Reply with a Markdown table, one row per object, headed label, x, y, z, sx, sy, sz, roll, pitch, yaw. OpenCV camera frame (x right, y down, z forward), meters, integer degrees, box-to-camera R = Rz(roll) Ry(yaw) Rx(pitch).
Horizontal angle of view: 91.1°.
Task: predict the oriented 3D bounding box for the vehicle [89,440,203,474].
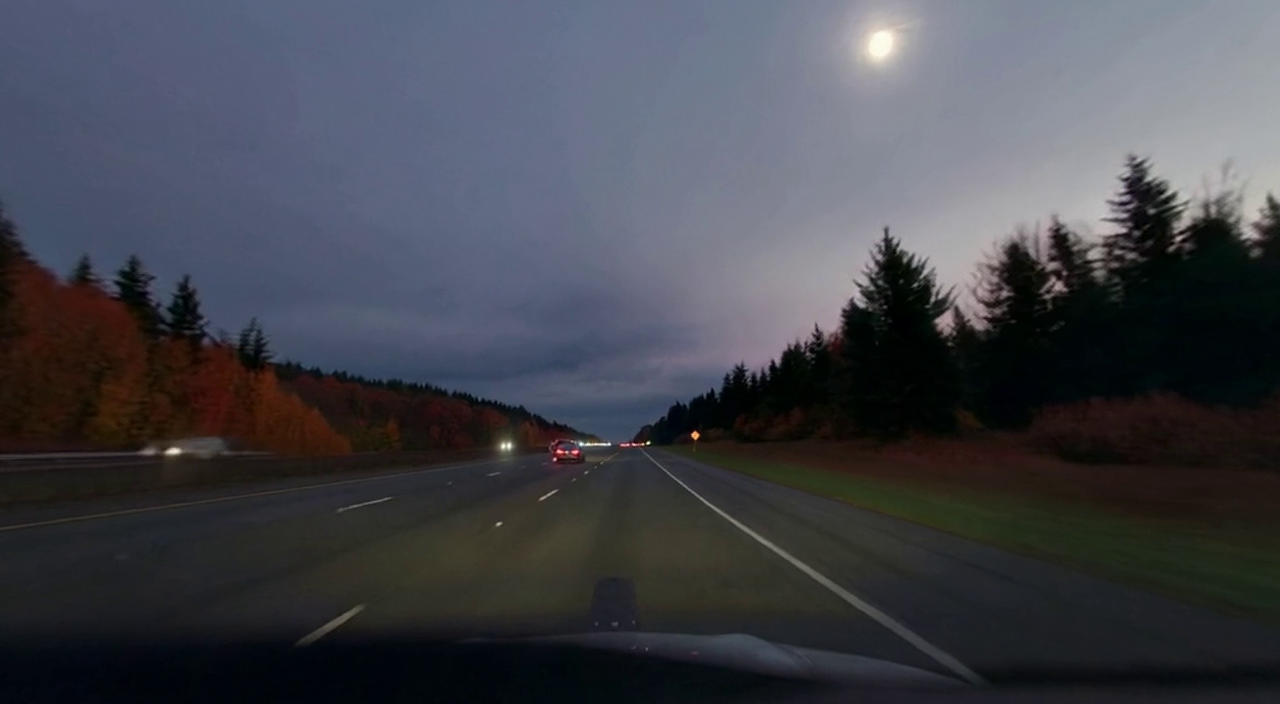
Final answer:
| label | x | y | z | sx | sy | sz | roll | pitch | yaw |
| --- | --- | --- | --- | --- | --- | --- | --- | --- | --- |
| vehicle | -24.708 | 5.236 | 31.709 | 1.970 | 1.504 | 4.664 | 0 | -8 | 0 |

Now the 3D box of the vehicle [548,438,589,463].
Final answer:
| label | x | y | z | sx | sy | sz | roll | pitch | yaw |
| --- | --- | --- | --- | --- | --- | --- | --- | --- | --- |
| vehicle | -4.446 | 6.195 | 39.836 | 2.004 | 1.497 | 4.260 | 0 | -8 | 1 |
